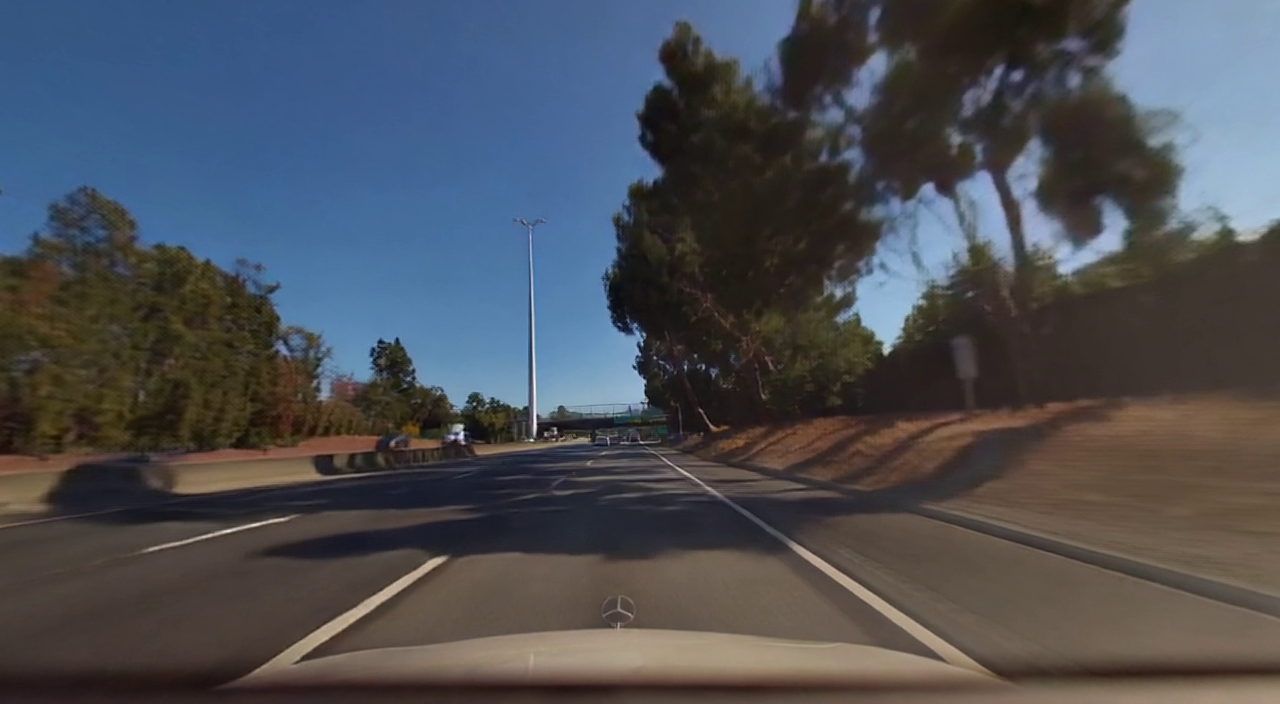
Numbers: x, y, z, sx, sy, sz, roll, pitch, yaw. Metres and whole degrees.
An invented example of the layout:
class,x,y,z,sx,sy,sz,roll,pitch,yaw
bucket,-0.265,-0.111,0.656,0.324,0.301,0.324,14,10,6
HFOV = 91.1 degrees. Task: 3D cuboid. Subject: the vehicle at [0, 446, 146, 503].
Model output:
class,x,y,z,sx,sy,sz,roll,pitch,yaw
vehicle,-17.702,3.668,19.352,1.807,1.489,3.962,0,-8,-1
